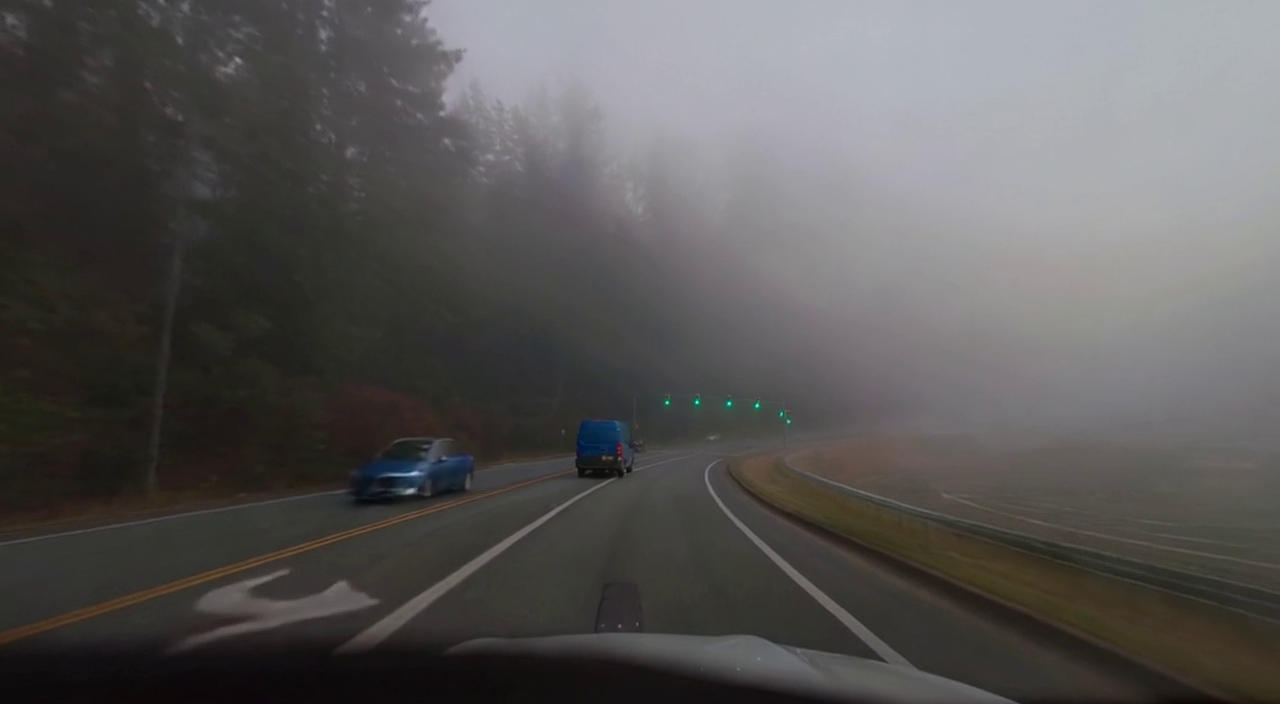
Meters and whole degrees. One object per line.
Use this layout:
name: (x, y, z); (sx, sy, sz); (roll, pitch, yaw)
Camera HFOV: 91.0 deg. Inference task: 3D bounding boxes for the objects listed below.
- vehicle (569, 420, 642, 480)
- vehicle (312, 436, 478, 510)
vehicle: (-1.261, 3.975, 25.654); (2.362, 2.185, 5.212); (0, -8, 4)
vehicle: (-5.489, 2.759, 14.855); (1.968, 1.460, 4.486); (0, -8, 2)
